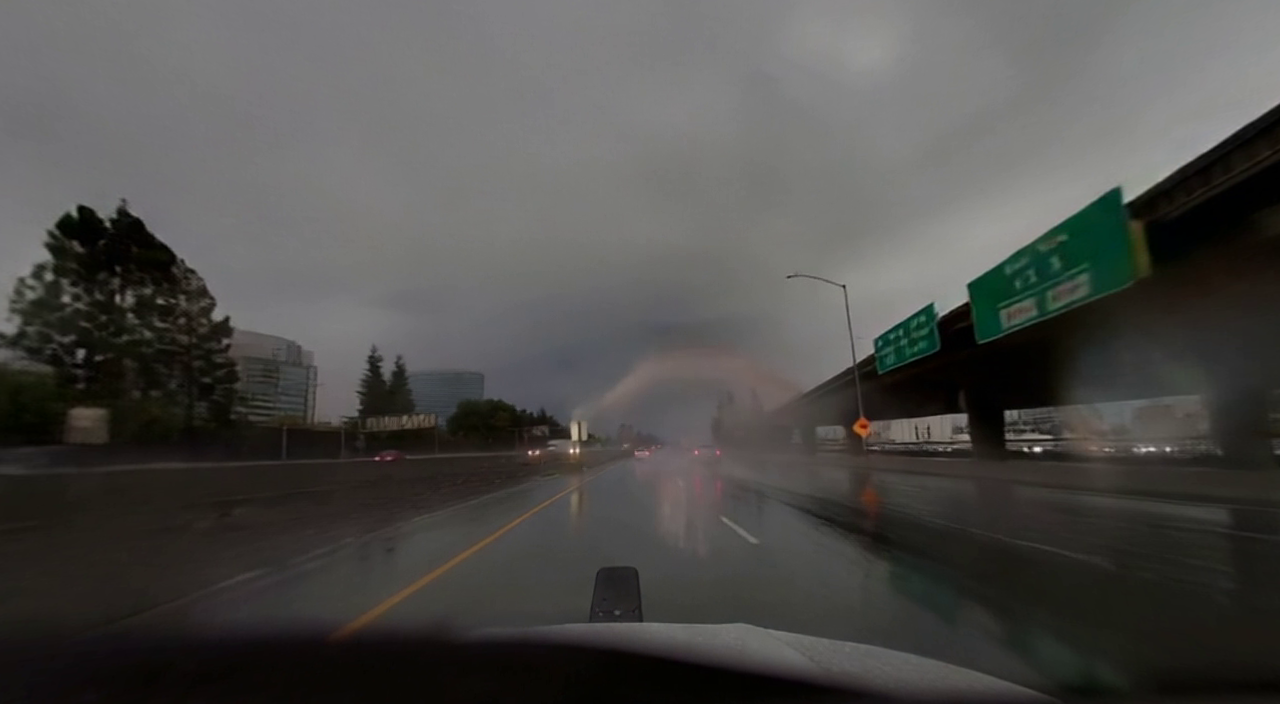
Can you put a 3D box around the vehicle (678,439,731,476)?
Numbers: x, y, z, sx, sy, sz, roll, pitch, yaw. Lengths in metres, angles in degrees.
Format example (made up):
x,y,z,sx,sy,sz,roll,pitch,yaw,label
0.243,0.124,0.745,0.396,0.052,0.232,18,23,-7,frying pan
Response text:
x,y,z,sx,sy,sz,roll,pitch,yaw,label
3.349,5.569,33.591,2.226,1.779,4.835,0,-9,-1,vehicle

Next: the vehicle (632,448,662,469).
x,y,z,sx,sy,sz,roll,pitch,yaw,label
0.538,7.759,46.217,2.046,1.475,3.784,0,-9,1,vehicle
